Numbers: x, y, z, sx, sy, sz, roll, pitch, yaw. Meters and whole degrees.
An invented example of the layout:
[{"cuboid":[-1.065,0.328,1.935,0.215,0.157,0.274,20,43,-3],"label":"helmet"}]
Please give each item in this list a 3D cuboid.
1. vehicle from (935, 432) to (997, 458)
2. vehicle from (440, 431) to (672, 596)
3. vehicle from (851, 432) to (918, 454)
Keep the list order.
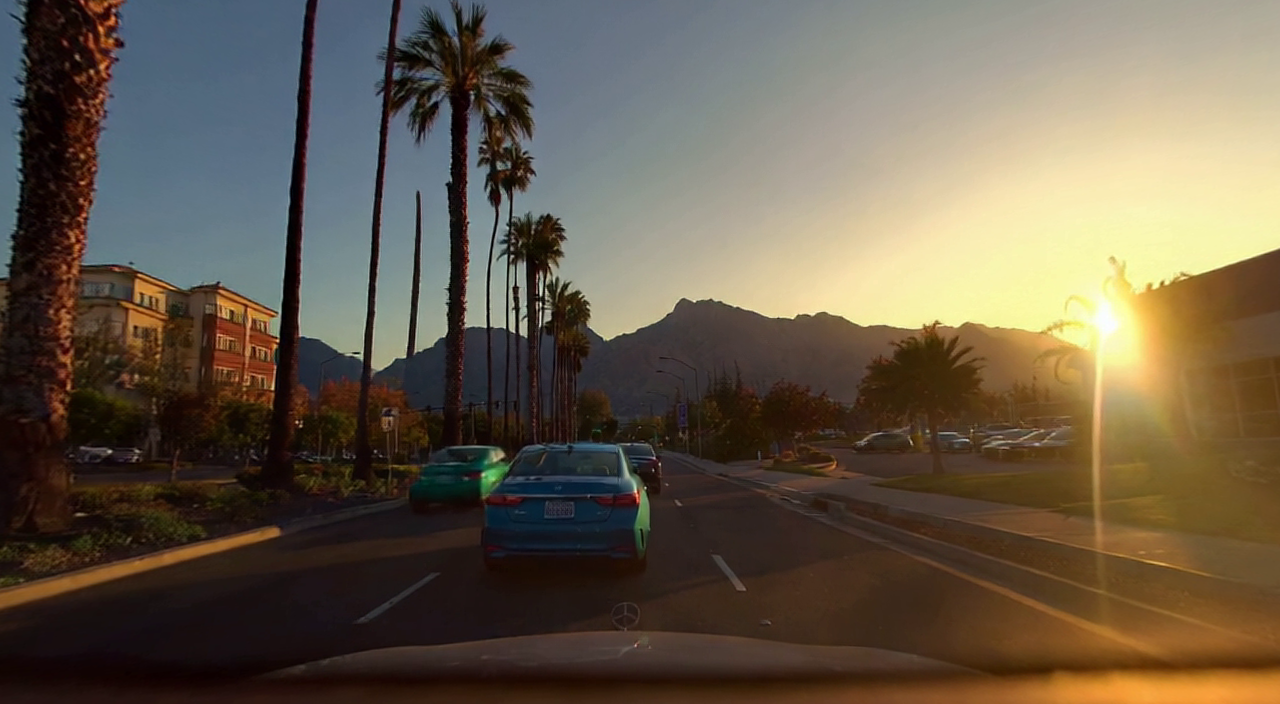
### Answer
[{"cuboid":[20.665,5.904,39.948,4.640,1.526,1.961,8,-12,-43],"label":"vehicle"},{"cuboid":[-0.824,1.737,7.680,2.067,1.459,3.886,0,-8,-2],"label":"vehicle"},{"cuboid":[19.214,7.197,49.806,1.925,1.652,4.490,6,-10,-34],"label":"vehicle"}]
